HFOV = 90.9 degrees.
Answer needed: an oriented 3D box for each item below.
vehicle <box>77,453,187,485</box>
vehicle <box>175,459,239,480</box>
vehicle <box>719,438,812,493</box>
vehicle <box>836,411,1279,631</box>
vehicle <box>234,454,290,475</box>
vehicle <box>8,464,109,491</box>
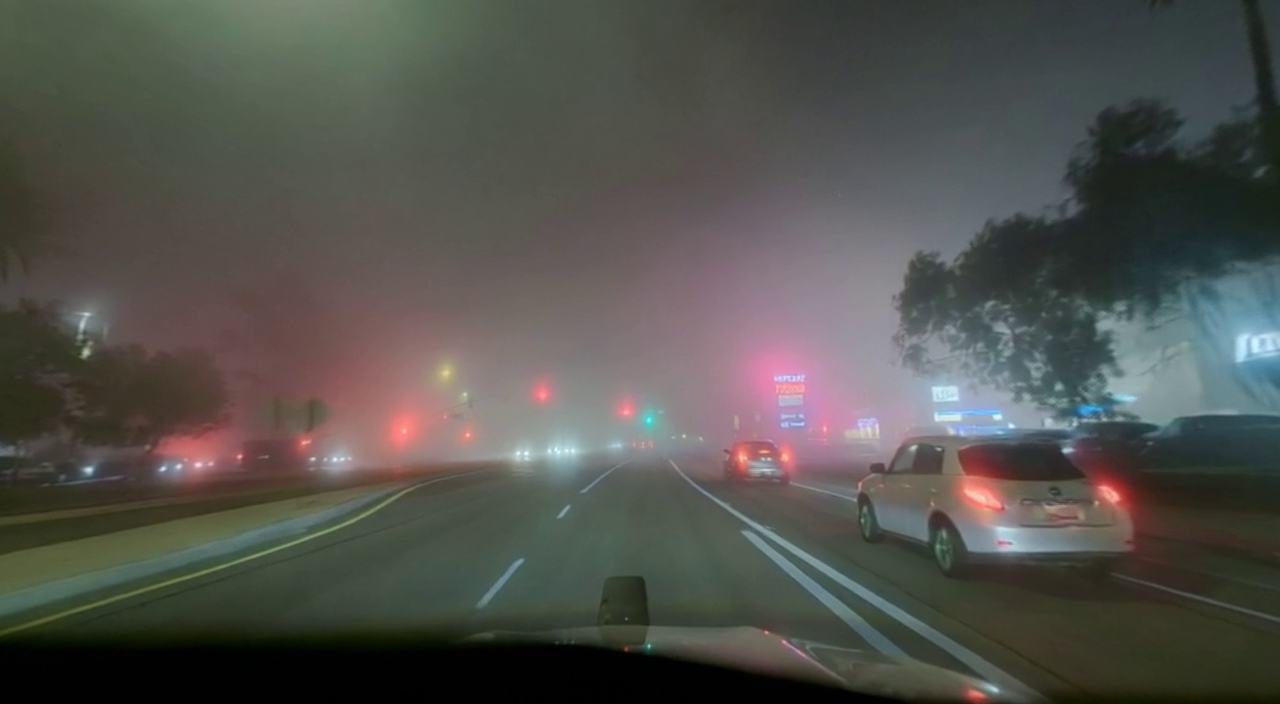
[{"bbox_3d":[-31.894,7.354,39.693,4.978,1.873,2.164,0,-8,-1],"label":"vehicle"},{"bbox_3d":[-31.285,8.480,45.649,1.703,1.328,4.065,-1,-8,1],"label":"vehicle"},{"bbox_3d":[3.708,3.431,19.536,1.870,1.467,4.800,0,-8,0],"label":"vehicle"},{"bbox_3d":[3.677,1.496,6.600,1.931,1.534,4.126,-1,-8,0],"label":"vehicle"},{"bbox_3d":[-29.363,8.731,49.079,1.966,1.430,4.309,0,-8,-4],"label":"vehicle"},{"bbox_3d":[-33.352,7.181,36.206,4.252,1.419,1.997,-2,-8,10],"label":"vehicle"}]
